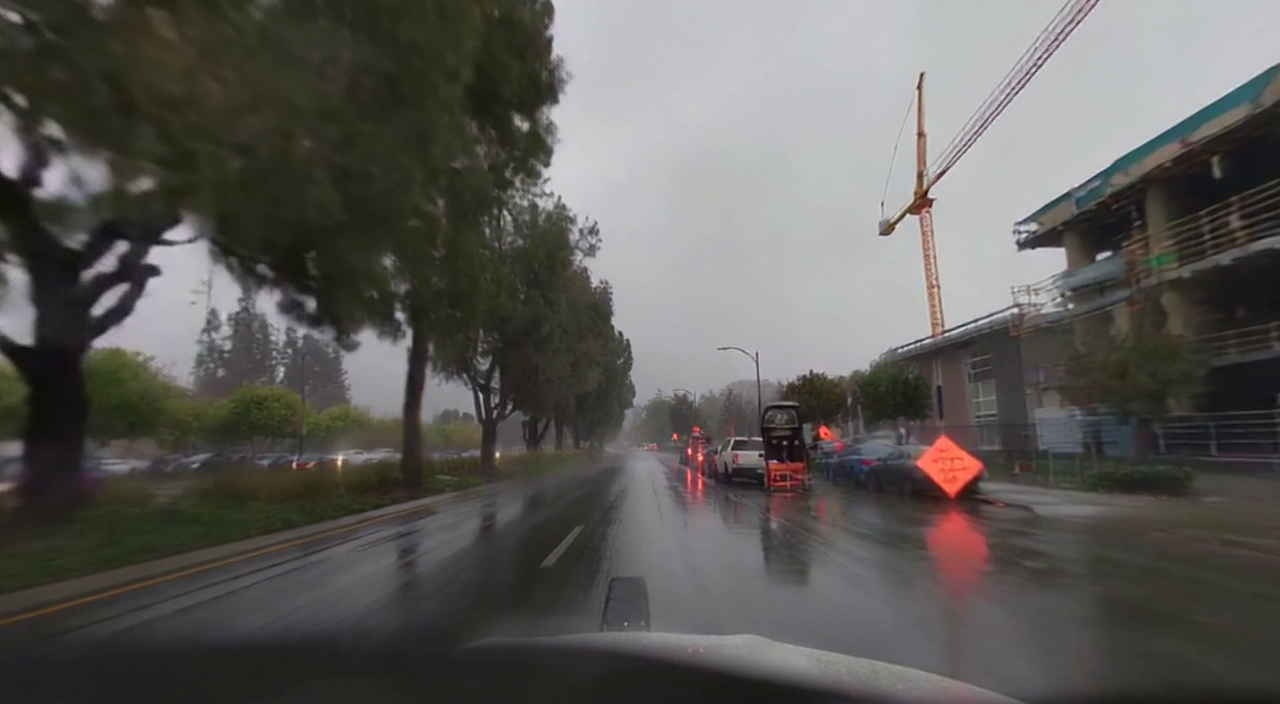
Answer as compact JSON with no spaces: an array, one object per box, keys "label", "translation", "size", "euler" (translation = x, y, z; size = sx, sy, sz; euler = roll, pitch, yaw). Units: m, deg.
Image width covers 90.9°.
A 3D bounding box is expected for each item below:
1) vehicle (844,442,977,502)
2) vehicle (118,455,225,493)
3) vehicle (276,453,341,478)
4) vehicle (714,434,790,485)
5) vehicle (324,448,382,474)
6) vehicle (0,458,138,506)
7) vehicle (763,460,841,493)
[{"label":"vehicle","translation":[7.504,3.342,18.027],"size":[1.933,1.483,4.330],"euler":[0,-8,1]},{"label":"vehicle","translation":[-21.732,5.645,29.448],"size":[1.832,1.583,4.083],"euler":[0,-8,0]},{"label":"vehicle","translation":[-21.607,7.401,41.258],"size":[1.811,1.480,4.425],"euler":[0,-8,0]},{"label":"vehicle","translation":[4.379,4.277,25.468],"size":[2.050,1.832,4.794],"euler":[0,-8,-2]},{"label":"vehicle","translation":[-21.594,8.174,47.668],"size":[1.986,1.805,5.444],"euler":[0,-8,-2]},{"label":"vehicle","translation":[-21.520,4.727,23.335],"size":[1.900,1.490,4.775],"euler":[0,-8,0]},{"label":"vehicle","translation":[5.057,3.904,19.919],"size":[1.973,0.903,2.151],"euler":[0,-8,3]}]
